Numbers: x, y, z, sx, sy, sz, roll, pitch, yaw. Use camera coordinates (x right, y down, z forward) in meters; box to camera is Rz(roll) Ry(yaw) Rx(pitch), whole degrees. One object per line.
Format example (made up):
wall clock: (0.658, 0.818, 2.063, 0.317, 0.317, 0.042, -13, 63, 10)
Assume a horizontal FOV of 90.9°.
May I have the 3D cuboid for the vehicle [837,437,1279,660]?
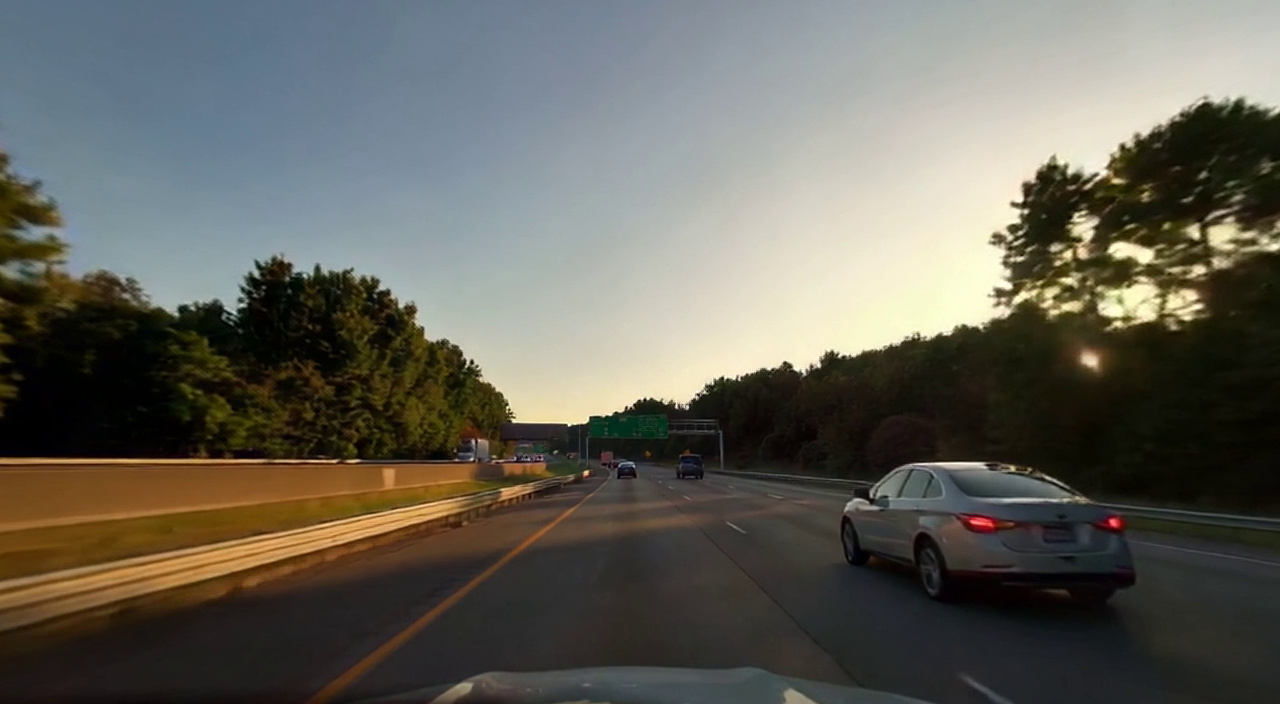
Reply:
vehicle: (3.967, 1.897, 6.997, 2.132, 1.662, 4.180, 1, -10, -1)
